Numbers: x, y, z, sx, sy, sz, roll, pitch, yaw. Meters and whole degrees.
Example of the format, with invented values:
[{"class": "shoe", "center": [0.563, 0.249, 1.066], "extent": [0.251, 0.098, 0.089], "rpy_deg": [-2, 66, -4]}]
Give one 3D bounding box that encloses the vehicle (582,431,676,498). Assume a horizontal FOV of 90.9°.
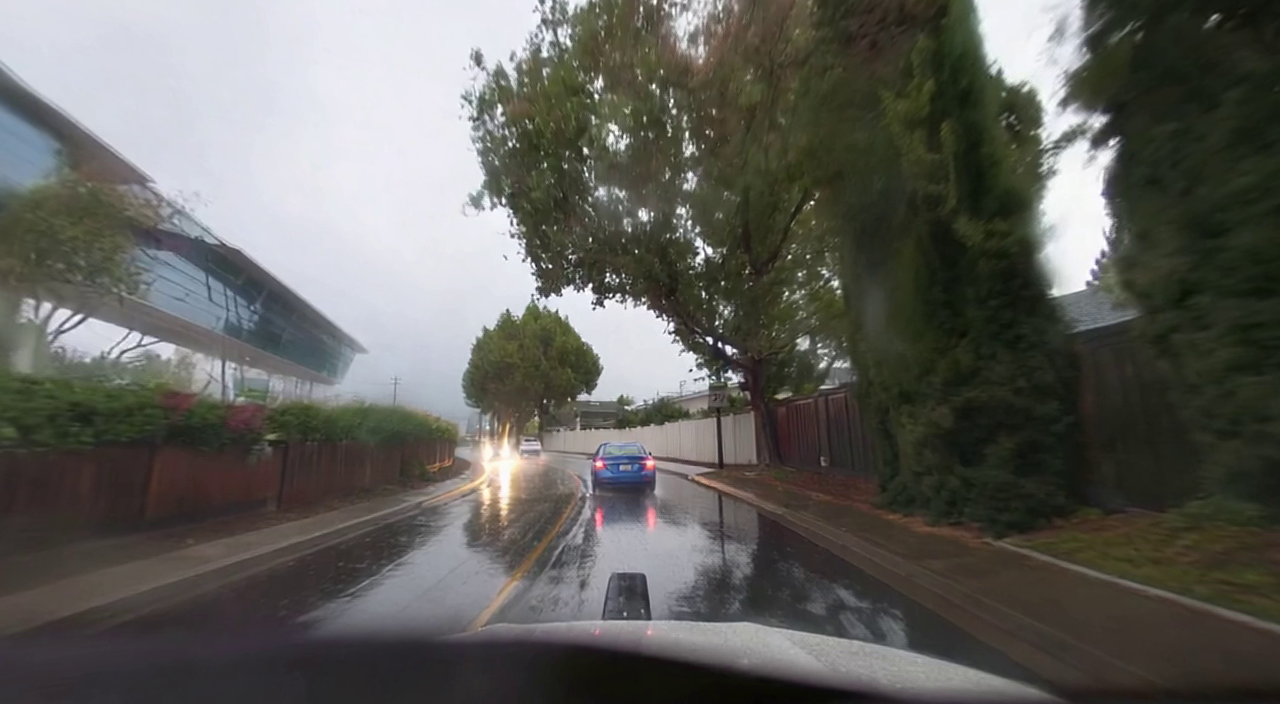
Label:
[{"class": "vehicle", "center": [-0.417, 2.829, 16.320], "extent": [2.060, 1.487, 3.920], "rpy_deg": [1, -8, -6]}]
